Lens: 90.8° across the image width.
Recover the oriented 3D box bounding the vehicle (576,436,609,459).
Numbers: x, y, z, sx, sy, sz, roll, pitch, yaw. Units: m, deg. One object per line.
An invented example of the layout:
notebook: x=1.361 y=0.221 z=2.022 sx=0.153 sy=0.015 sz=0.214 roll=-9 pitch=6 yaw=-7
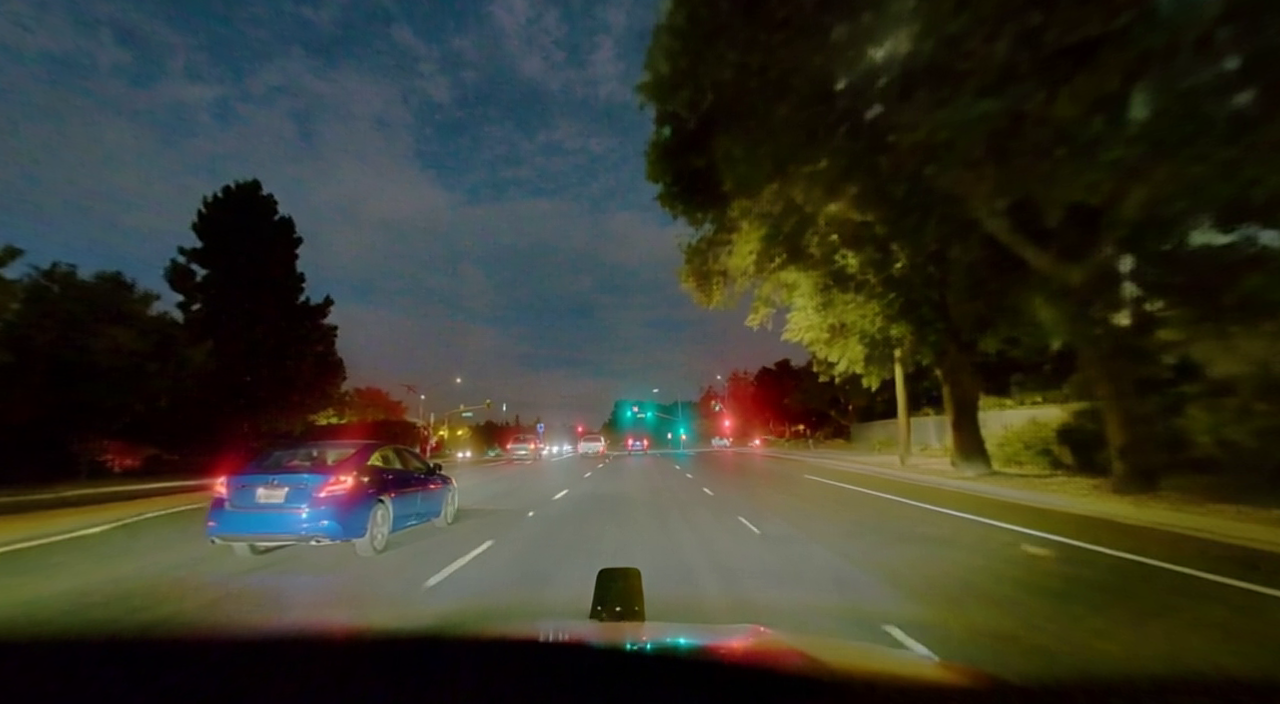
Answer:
vehicle: x=-3.531 y=7.186 z=47.610 sx=2.103 sy=1.592 sz=4.160 roll=0 pitch=-8 yaw=1

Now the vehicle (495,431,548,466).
vehicle: x=-7.414 y=6.121 z=40.256 sx=2.274 sy=2.040 sz=6.031 roll=0 pitch=-8 yaw=0

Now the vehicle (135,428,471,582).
vehicle: x=-3.741 y=1.757 z=8.141 sx=1.905 sy=1.418 sz=4.396 roll=0 pitch=-8 yaw=0
